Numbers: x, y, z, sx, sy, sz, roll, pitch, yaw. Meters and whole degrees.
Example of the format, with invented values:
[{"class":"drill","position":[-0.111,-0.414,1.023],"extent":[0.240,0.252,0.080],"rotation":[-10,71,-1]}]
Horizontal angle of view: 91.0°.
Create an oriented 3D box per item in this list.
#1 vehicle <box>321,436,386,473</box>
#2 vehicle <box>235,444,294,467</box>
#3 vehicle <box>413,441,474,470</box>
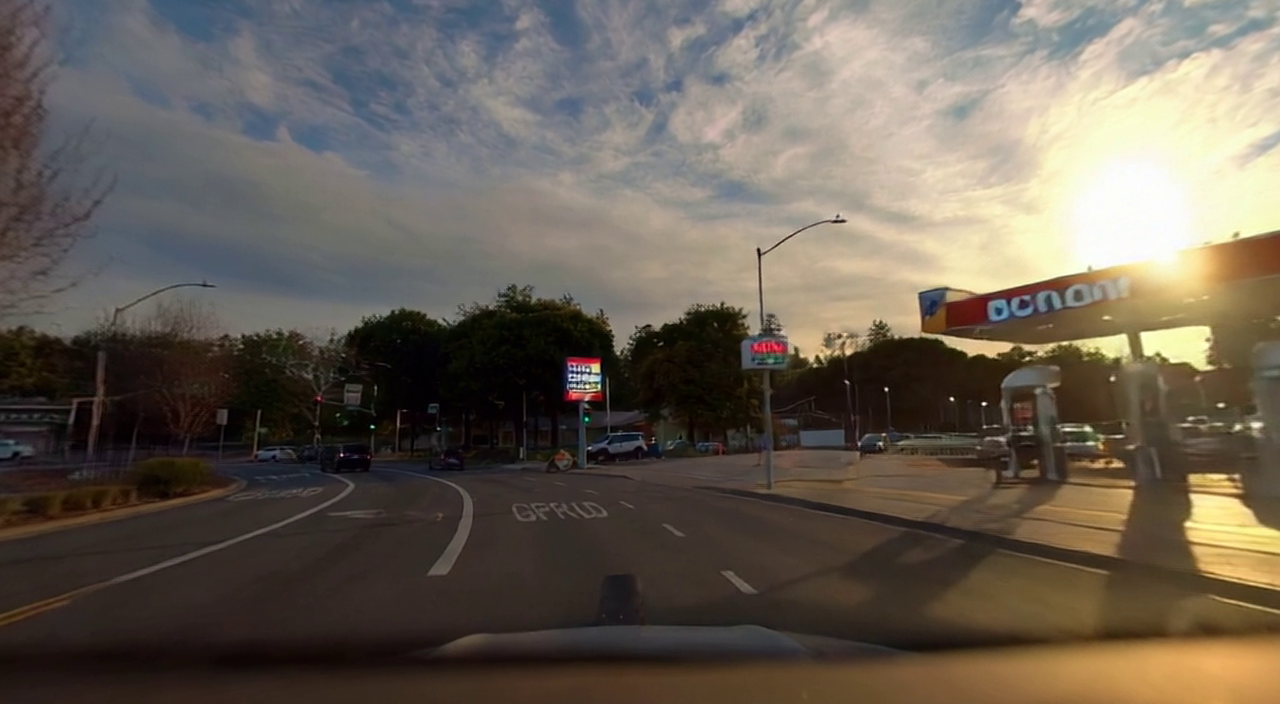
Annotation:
[{"class":"vehicle","position":[-17.046,6.049,37.314],"extent":[2.254,2.006,4.766],"rotation":[7,-11,-38]},{"class":"vehicle","position":[-29.393,8.057,49.202],"extent":[4.546,1.650,1.940],"rotation":[-5,-10,31]},{"class":"vehicle","position":[-13.694,7.129,43.698],"extent":[2.202,1.822,4.826],"rotation":[7,-11,-40]}]
